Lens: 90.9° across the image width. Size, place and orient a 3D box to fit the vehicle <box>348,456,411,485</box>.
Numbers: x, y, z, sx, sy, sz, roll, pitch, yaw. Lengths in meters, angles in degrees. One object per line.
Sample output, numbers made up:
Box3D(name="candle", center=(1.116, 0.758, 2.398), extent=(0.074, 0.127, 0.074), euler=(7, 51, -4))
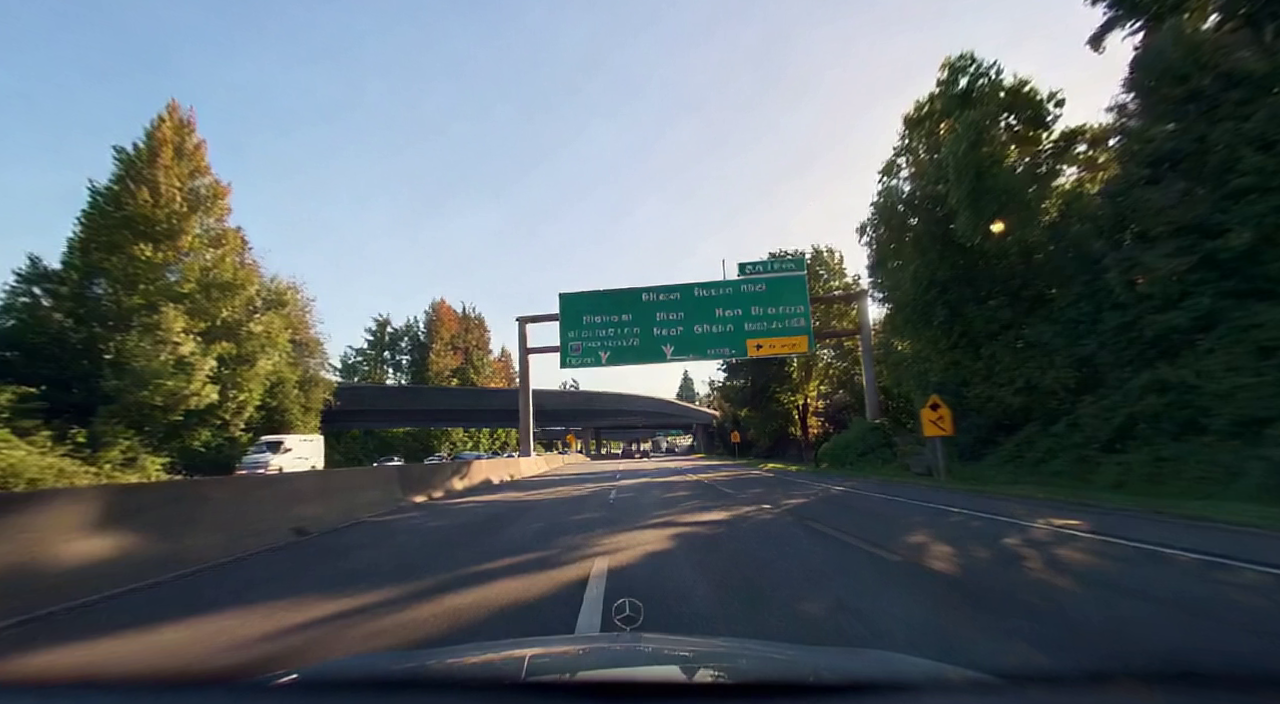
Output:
Box3D(name="vehicle", center=(-14.401, 6.568, 35.040), extent=(1.870, 1.449, 3.742), euler=(0, -9, 0))

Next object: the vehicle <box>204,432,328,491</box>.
Box3D(name="vehicle", center=(-18.596, 5.473, 31.853), extent=(2.383, 2.644, 6.169), euler=(0, -9, 0))
